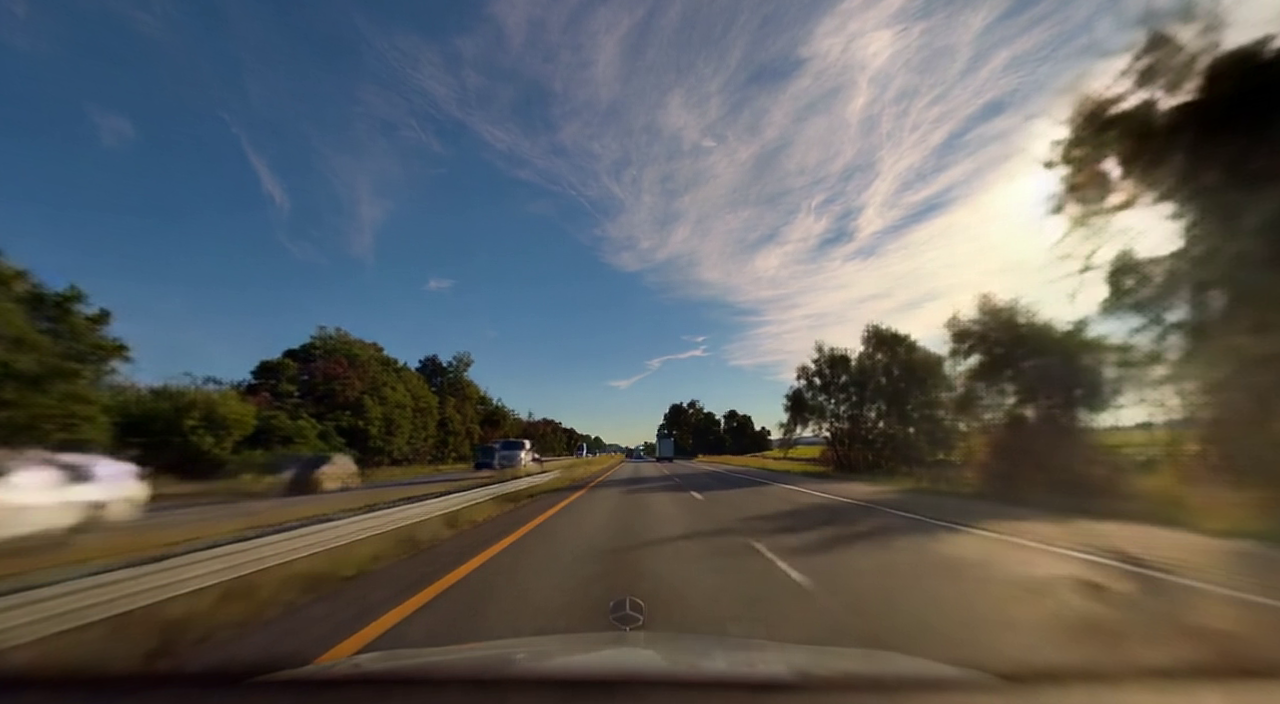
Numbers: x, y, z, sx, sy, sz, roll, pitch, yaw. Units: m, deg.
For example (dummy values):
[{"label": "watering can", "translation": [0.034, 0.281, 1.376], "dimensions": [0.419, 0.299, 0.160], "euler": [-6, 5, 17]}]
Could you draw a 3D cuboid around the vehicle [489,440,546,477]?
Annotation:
[{"label": "vehicle", "translation": [-8.424, 7.410, 44.145], "dimensions": [2.544, 2.305, 7.154], "euler": [0, -9, 0]}]

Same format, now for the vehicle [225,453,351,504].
[{"label": "vehicle", "translation": [-12.850, 4.592, 23.408], "dimensions": [1.954, 1.672, 4.653], "euler": [0, -9, 0]}]
